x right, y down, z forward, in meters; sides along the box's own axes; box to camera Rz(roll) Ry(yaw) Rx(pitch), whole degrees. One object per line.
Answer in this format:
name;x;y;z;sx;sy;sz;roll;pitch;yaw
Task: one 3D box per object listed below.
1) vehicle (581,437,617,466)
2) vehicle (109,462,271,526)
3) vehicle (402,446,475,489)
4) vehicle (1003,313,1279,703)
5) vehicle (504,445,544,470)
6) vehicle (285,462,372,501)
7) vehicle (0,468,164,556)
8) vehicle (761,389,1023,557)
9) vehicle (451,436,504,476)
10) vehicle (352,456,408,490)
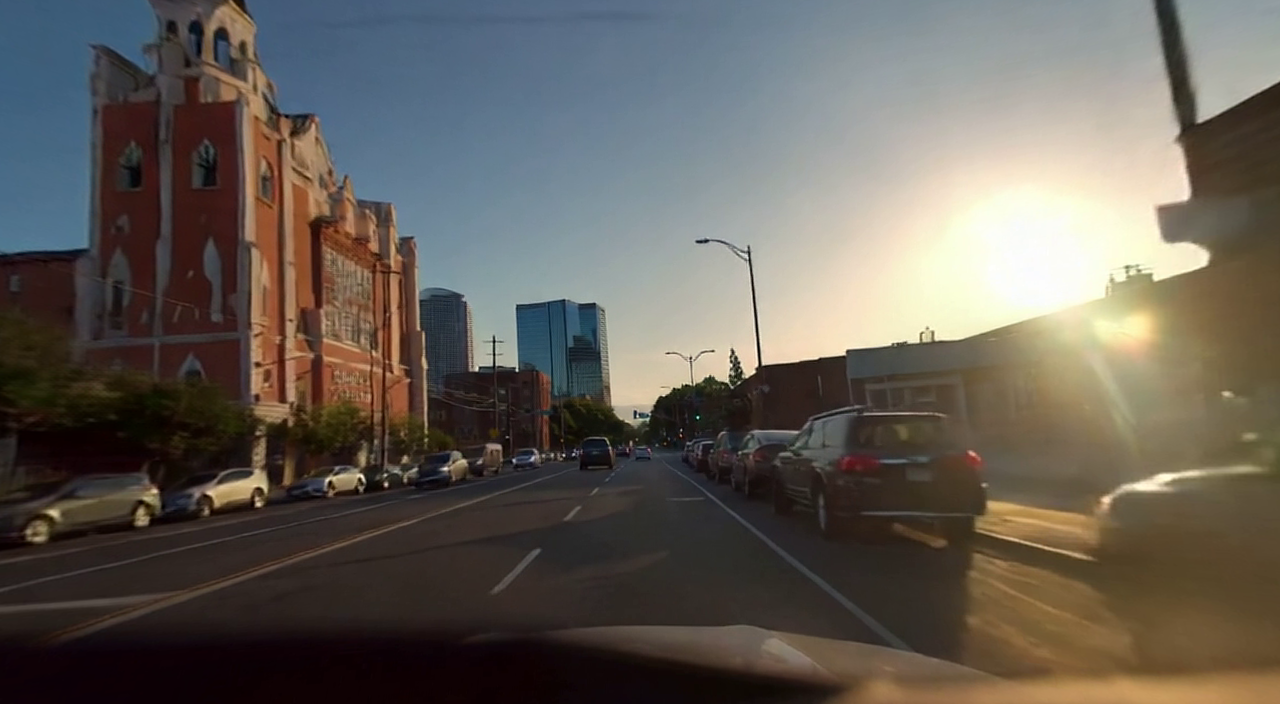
vehicle;-2.952;7.284;46.339;2.293;1.936;4.737;0;-9;1
vehicle;-15.403;4.837;22.069;2.014;1.846;4.920;1;-9;-1
vehicle;-8.875;5.084;28.183;1.842;1.735;4.066;0;-9;1
vehicle;3.611;0.588;1.233;2.055;1.857;6.596;0;-8;2
vehicle;-8.788;8.002;48.184;2.078;1.810;4.568;0;-9;1
vehicle;-15.408;6.401;31.564;2.076;1.672;4.499;1;-9;0
vehicle;-15.074;3.991;16.404;1.978;1.819;4.477;1;-9;-2
vehicle;3.479;1.798;10.133;2.124;1.975;5.131;0;-8;1
vehicle;-12.063;7.755;47.360;2.410;2.733;5.630;0;-9;0
vehicle;-15.449;7.187;37.731;1.751;1.865;3.735;1;-9;-1
